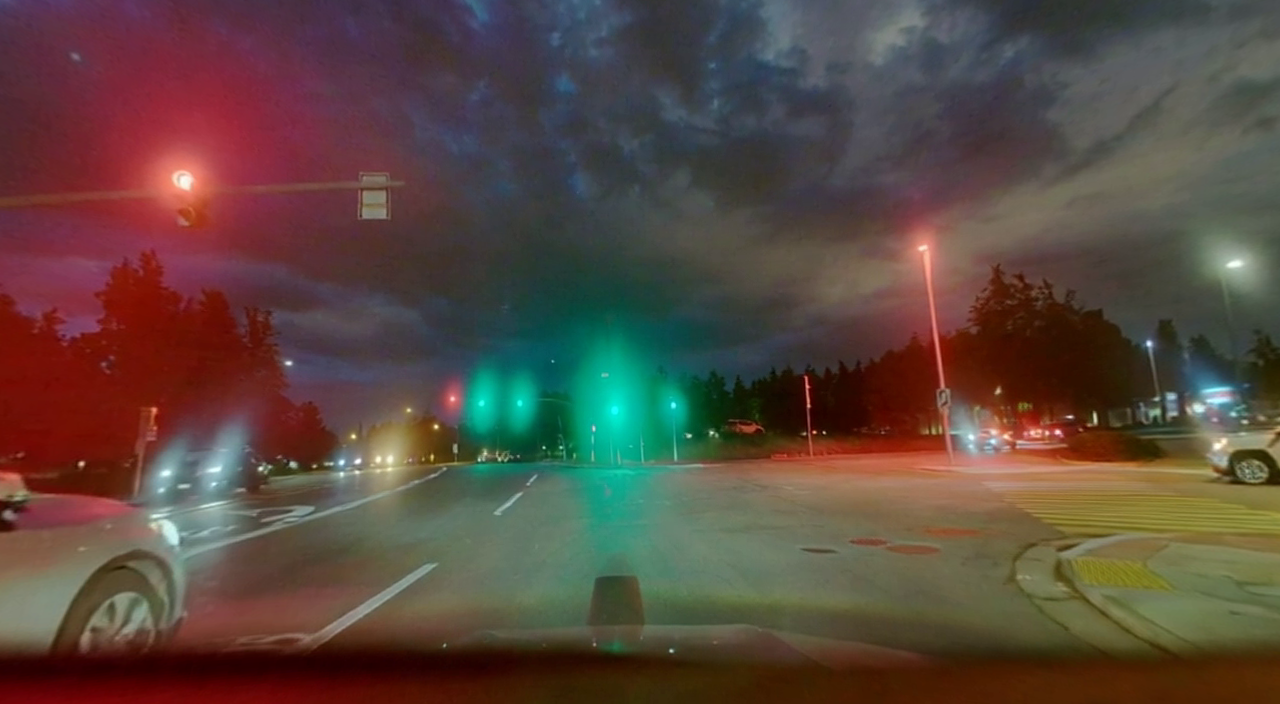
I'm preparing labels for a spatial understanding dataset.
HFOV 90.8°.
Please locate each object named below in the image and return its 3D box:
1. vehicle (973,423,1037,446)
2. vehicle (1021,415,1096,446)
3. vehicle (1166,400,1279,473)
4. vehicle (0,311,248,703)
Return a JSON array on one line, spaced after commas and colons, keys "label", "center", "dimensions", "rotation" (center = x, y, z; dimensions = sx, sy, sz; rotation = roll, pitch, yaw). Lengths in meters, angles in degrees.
[{"label": "vehicle", "center": [26.142, 5.918, 45.252], "dimensions": [3.966, 1.585, 1.921], "rotation": [4, -10, -26]}, {"label": "vehicle", "center": [27.644, 5.205, 41.732], "dimensions": [4.523, 1.908, 1.930], "rotation": [3, -9, -25]}, {"label": "vehicle", "center": [17.089, 2.177, 16.278], "dimensions": [4.857, 1.803, 2.147], "rotation": [-4, -10, 24]}, {"label": "vehicle", "center": [-3.540, 0.589, 1.320], "dimensions": [2.134, 1.799, 5.082], "rotation": [0, -9, 0]}]
